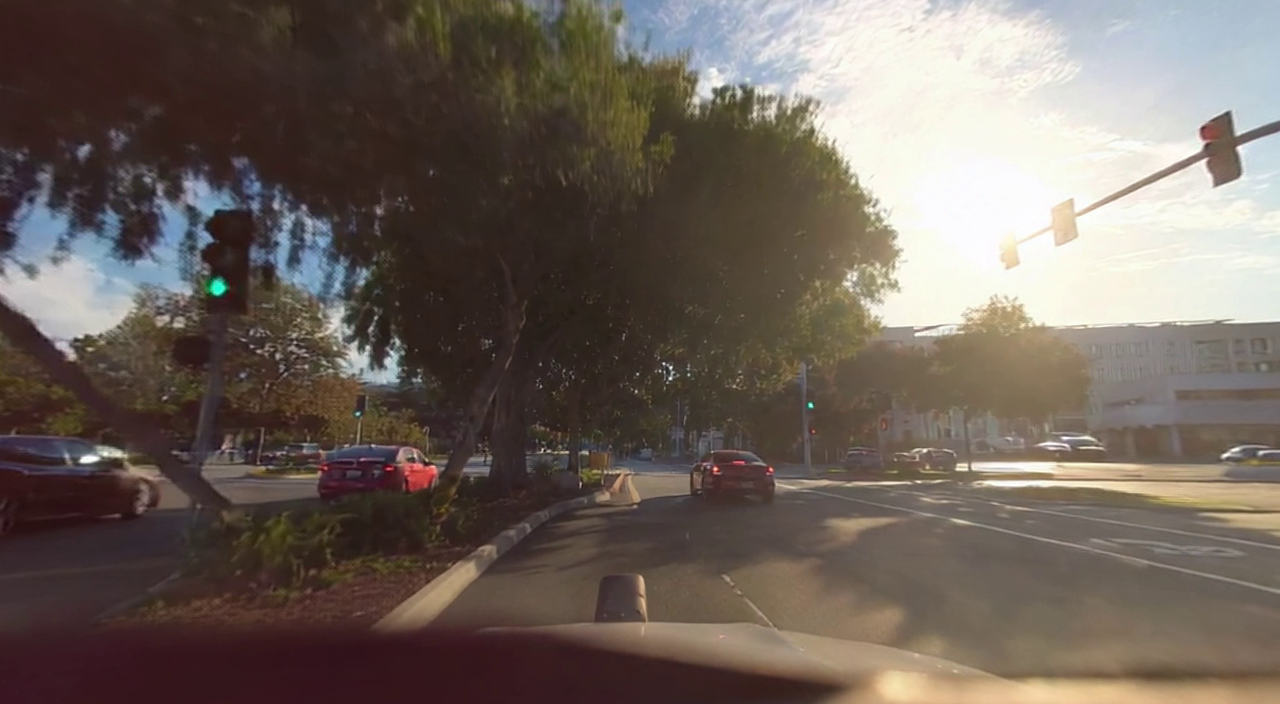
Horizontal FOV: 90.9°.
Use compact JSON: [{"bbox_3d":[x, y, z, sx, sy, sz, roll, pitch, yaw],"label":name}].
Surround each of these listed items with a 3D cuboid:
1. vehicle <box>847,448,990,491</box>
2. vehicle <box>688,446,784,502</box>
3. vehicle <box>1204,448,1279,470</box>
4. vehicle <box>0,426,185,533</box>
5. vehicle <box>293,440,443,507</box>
[{"bbox_3d":[10.570,4.437,24.034,4.703,1.492,1.930,2,-9,-14],"label":"vehicle"},{"bbox_3d":[2.809,3.676,19.520,1.940,1.487,4.562,0,-8,-4],"label":"vehicle"},{"bbox_3d":[43.760,7.745,45.834,1.723,1.431,3.880,0,-8,-1],"label":"vehicle"},{"bbox_3d":[-10.026,1.995,10.172,1.979,1.494,4.693,0,-8,-2],"label":"vehicle"},{"bbox_3d":[-6.791,3.049,16.394,1.995,1.470,4.556,0,-8,-2],"label":"vehicle"}]
